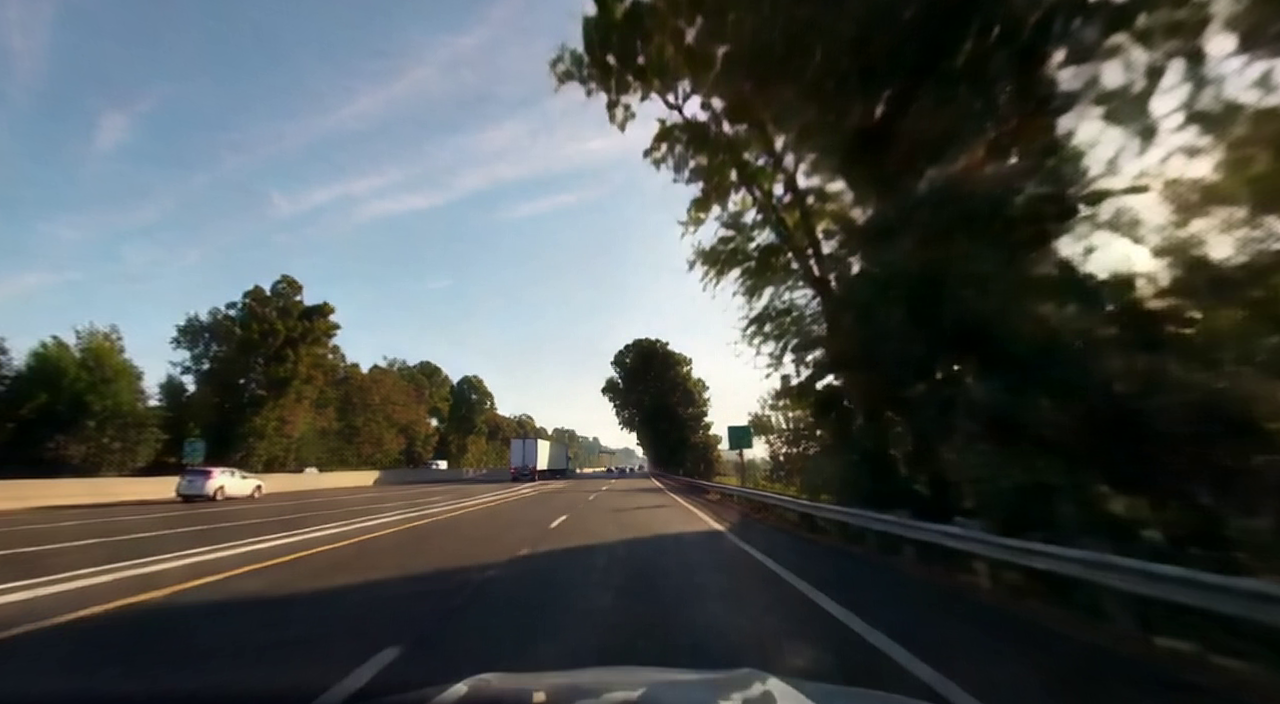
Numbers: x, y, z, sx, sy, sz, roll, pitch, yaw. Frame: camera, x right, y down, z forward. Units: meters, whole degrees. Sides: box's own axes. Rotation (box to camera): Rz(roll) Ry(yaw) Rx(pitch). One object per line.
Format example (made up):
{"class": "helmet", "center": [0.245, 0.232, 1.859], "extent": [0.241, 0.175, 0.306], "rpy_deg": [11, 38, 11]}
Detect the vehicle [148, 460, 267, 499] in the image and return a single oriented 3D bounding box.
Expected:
{"class": "vehicle", "center": [-17.649, 5.224, 25.989], "extent": [1.745, 1.430, 4.252], "rpy_deg": [0, -10, 2]}
